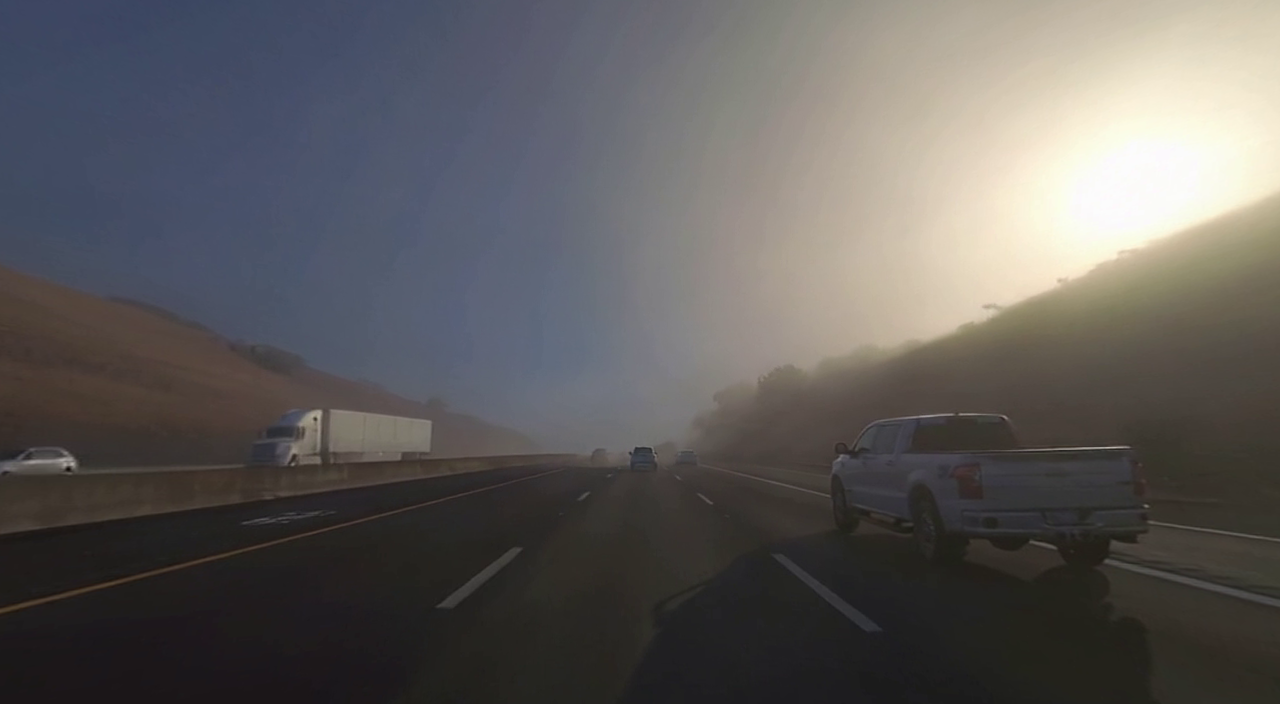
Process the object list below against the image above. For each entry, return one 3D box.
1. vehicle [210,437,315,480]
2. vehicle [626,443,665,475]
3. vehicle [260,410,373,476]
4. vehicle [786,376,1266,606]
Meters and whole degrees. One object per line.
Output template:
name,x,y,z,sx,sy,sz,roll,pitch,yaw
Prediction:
vehicle,-16.056,4.540,27.118,1.855,1.664,4.257,0,-8,0
vehicle,0.263,6.005,35.719,2.086,1.685,4.206,0,-8,0
vehicle,-20.113,5.748,39.925,3.064,3.722,7.499,0,-8,0
vehicle,4.027,1.630,8.466,2.700,1.980,5.866,0,-8,0
